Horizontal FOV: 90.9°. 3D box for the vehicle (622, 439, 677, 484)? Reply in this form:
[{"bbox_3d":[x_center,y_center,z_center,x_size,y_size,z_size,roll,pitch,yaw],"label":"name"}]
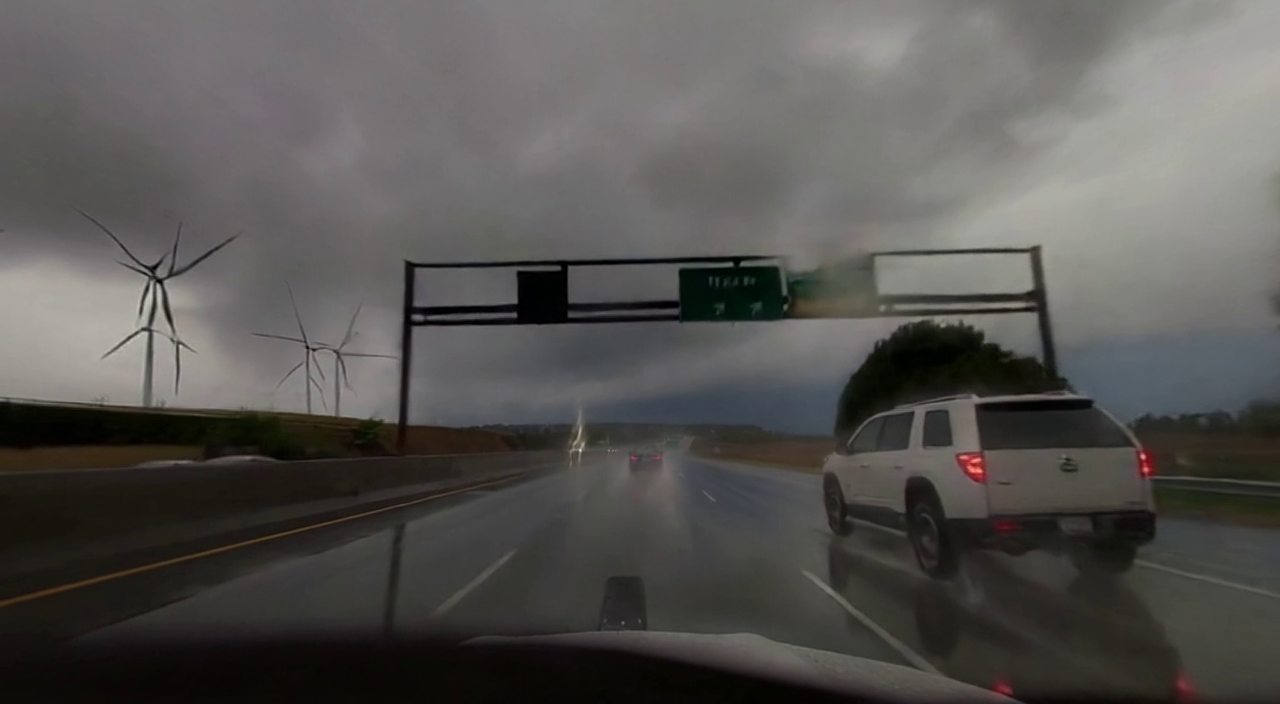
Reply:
[{"bbox_3d":[0.337,4.461,25.861,2.083,1.653,3.787,0,-9,0],"label":"vehicle"}]

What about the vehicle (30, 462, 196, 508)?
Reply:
[{"bbox_3d":[-19.563,4.940,23.789,1.925,1.431,4.998,0,-9,1],"label":"vehicle"}]

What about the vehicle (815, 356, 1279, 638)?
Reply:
[{"bbox_3d":[3.666,1.334,6.729,2.104,1.861,4.956,0,-9,-1],"label":"vehicle"}]
